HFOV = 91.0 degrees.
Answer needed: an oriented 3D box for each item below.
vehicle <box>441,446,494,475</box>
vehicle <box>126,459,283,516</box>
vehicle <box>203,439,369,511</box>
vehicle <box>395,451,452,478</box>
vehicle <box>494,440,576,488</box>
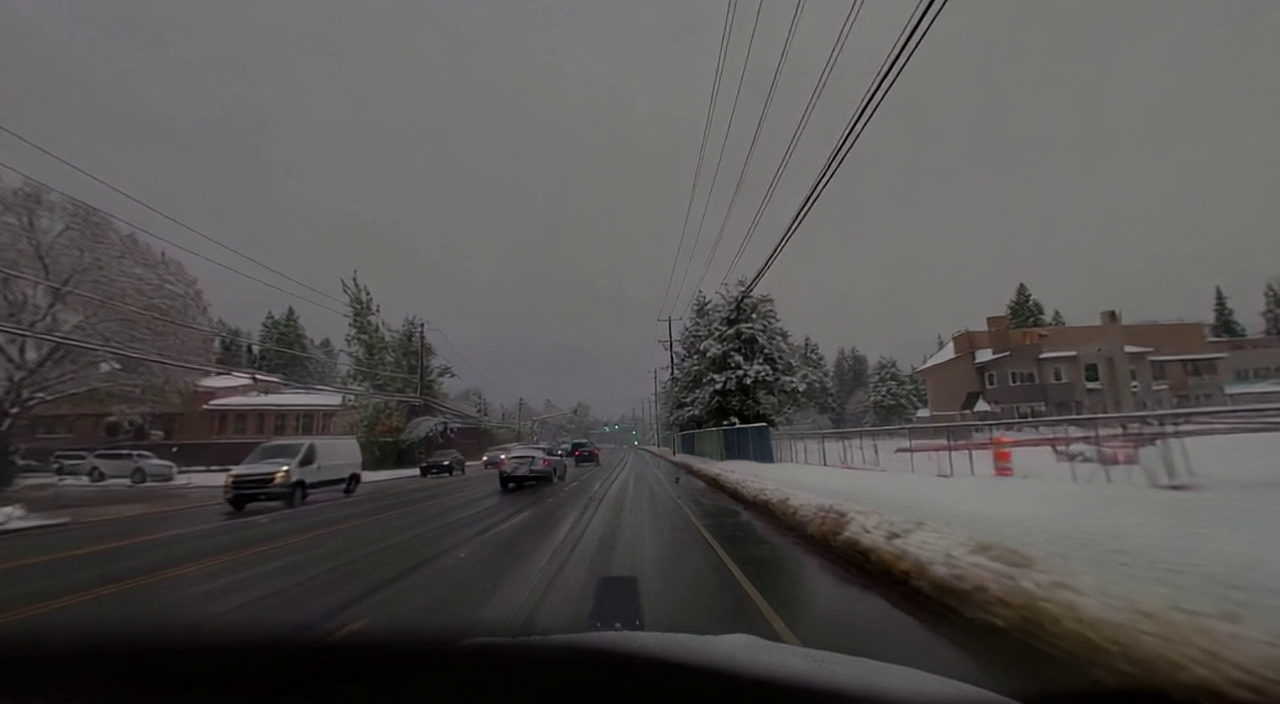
[{"bbox_3d":[-10.731,6.752,39.456,2.022,1.717,4.376,0,-9,1],"label":"vehicle"},{"bbox_3d":[-13.964,4.329,20.584,1.943,1.506,4.471,1,-9,-1],"label":"vehicle"},{"bbox_3d":[-10.222,3.566,18.763,2.137,1.828,4.754,0,-9,0],"label":"vehicle"},{"bbox_3d":[-14.003,7.289,41.031,2.034,1.631,4.845,1,-9,-1],"label":"vehicle"},{"bbox_3d":[-3.575,3.921,22.372,2.020,1.489,4.469,0,-9,2],"label":"vehicle"}]
